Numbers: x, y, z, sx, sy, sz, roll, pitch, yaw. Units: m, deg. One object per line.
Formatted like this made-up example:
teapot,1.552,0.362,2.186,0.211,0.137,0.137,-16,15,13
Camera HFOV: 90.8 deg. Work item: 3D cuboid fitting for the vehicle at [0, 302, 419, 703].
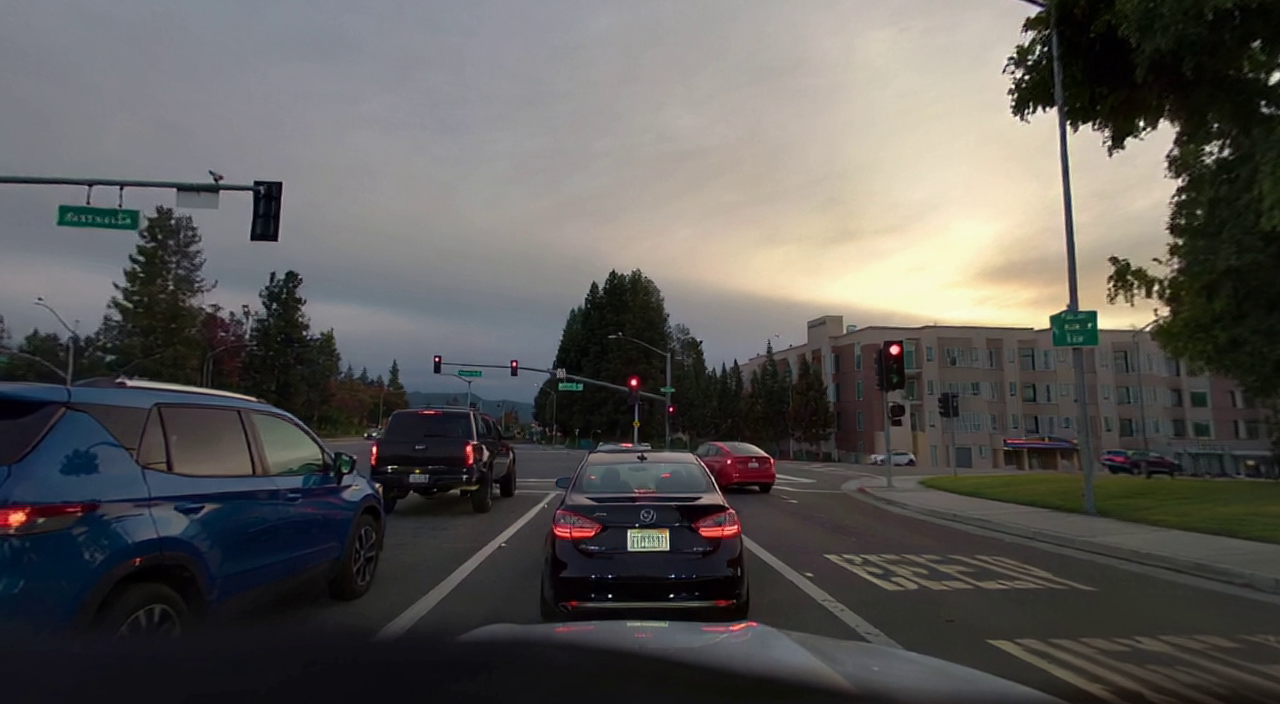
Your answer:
vehicle,-3.142,1.012,4.138,1.924,1.737,4.387,0,-8,-2

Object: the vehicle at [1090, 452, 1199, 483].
vehicle,31.745,7.271,39.901,4.874,1.854,2.230,0,-8,2

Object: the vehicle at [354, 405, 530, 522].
vehicle,-3.872,2.315,13.694,2.305,1.984,5.586,0,-8,-3

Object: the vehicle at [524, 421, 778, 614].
vehicle,-0.061,1.626,7.261,2.001,1.483,4.442,0,-8,-4
